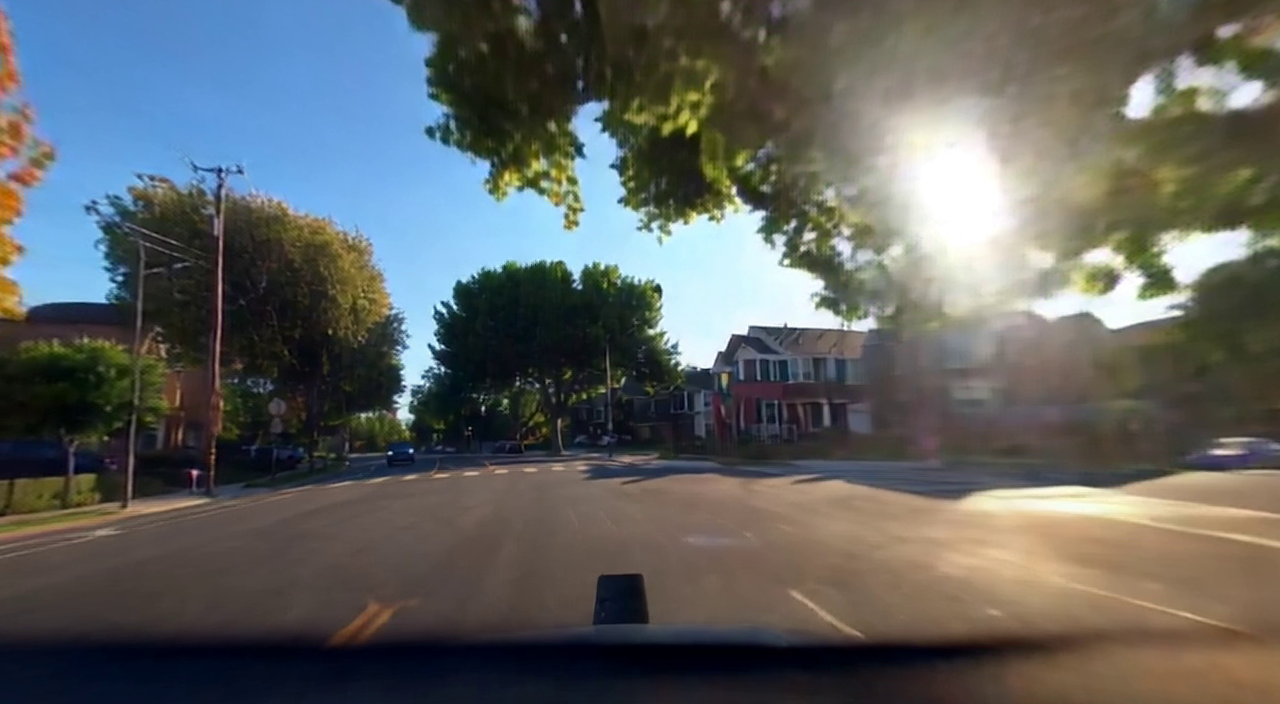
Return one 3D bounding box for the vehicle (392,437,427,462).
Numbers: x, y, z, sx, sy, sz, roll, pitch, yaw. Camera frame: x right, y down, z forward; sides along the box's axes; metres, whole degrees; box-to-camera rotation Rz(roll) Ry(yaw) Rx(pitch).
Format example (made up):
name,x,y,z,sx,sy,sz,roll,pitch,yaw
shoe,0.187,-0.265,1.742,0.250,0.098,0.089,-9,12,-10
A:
name,x,y,z,sx,sy,sz,roll,pitch,yaw
vehicle,-17.634,7.445,48.268,2.247,1.801,4.672,3,-9,-22
